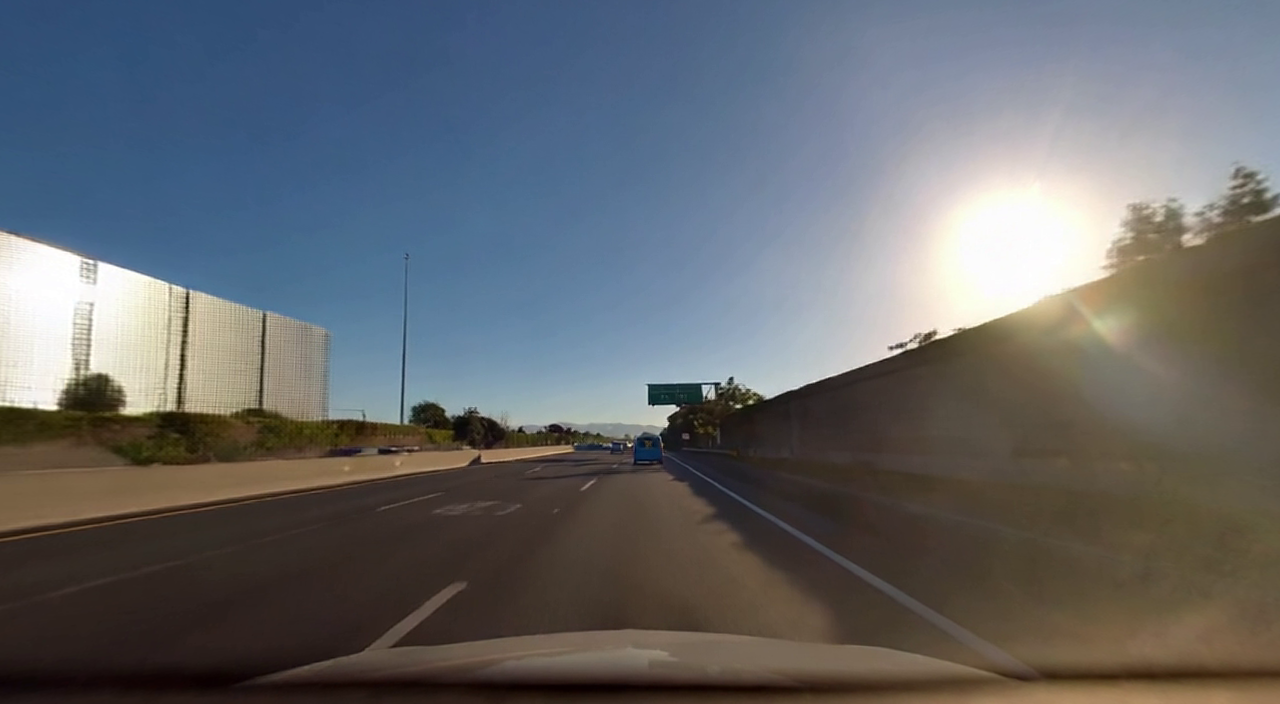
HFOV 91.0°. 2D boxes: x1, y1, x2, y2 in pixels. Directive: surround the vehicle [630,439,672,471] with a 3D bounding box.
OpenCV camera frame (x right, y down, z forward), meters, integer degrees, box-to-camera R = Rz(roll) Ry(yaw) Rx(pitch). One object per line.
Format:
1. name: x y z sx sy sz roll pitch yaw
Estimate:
1. vehicle: 0.503 5.091 31.286 1.997 1.484 3.409 0 -8 0
